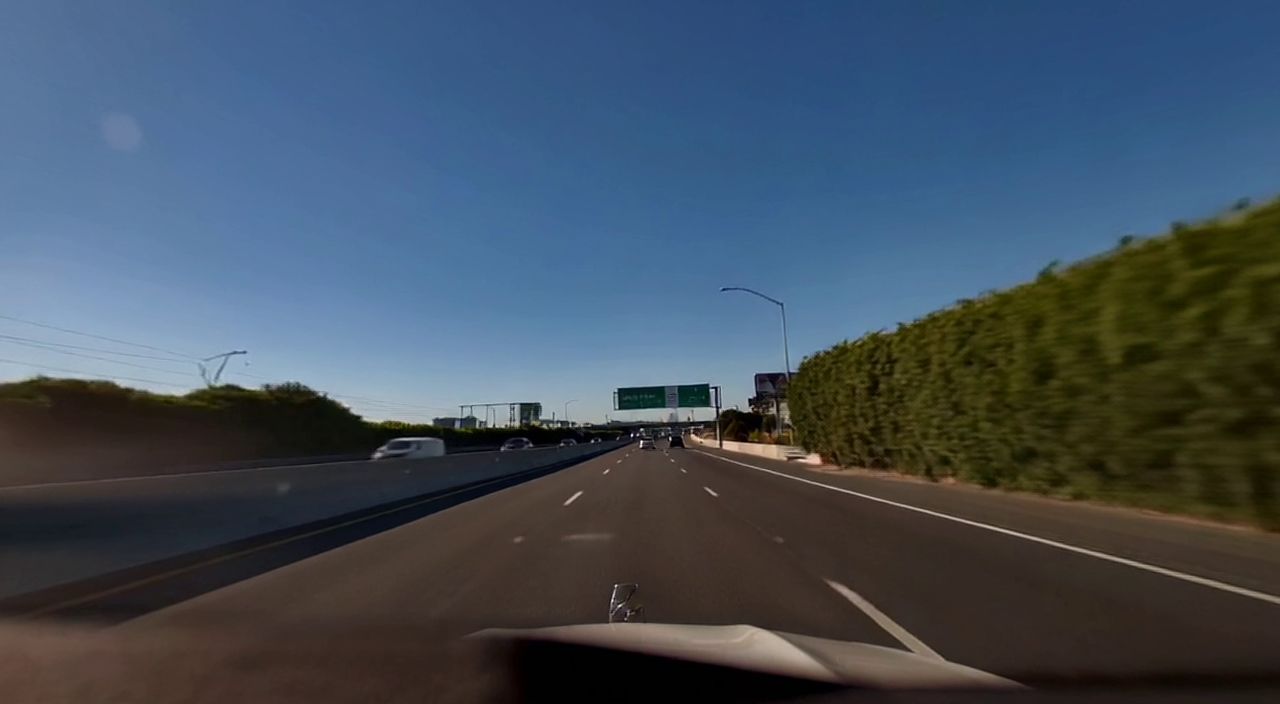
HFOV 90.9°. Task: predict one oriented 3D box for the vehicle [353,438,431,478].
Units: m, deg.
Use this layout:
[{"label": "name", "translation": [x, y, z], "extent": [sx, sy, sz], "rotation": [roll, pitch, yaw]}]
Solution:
[{"label": "vehicle", "translation": [-12.459, 5.332, 32.041], "extent": [2.062, 1.854, 4.799], "rotation": [0, -8, -1]}]
